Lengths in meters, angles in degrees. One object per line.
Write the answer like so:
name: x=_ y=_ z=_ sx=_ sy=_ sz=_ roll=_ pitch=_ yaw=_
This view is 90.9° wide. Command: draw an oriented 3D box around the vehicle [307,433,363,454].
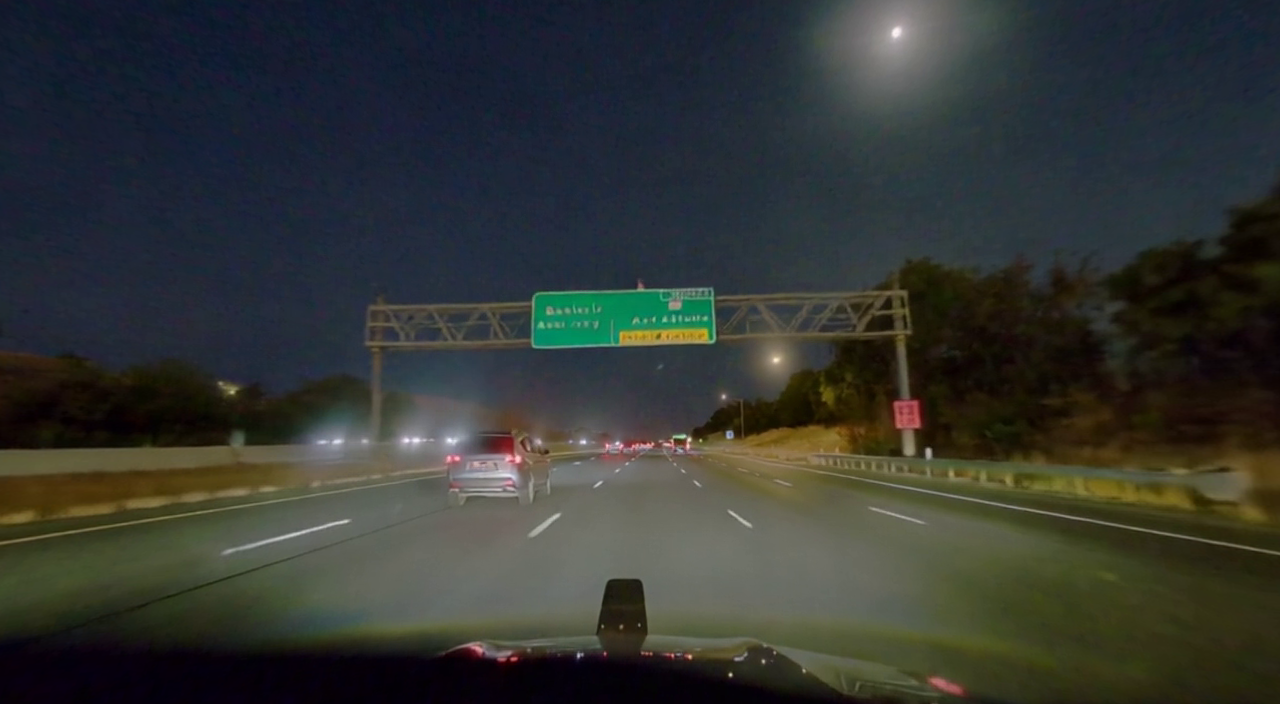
vehicle: x=-23.285 y=7.025 z=48.330 sx=1.947 sy=1.558 sz=4.555 roll=-1 pitch=-9 yaw=1

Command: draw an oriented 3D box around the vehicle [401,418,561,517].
vehicle: x=-3.317 y=2.557 z=14.391 sx=2.218 sy=1.848 sz=4.789 roll=-1 pitch=-9 yaw=2
